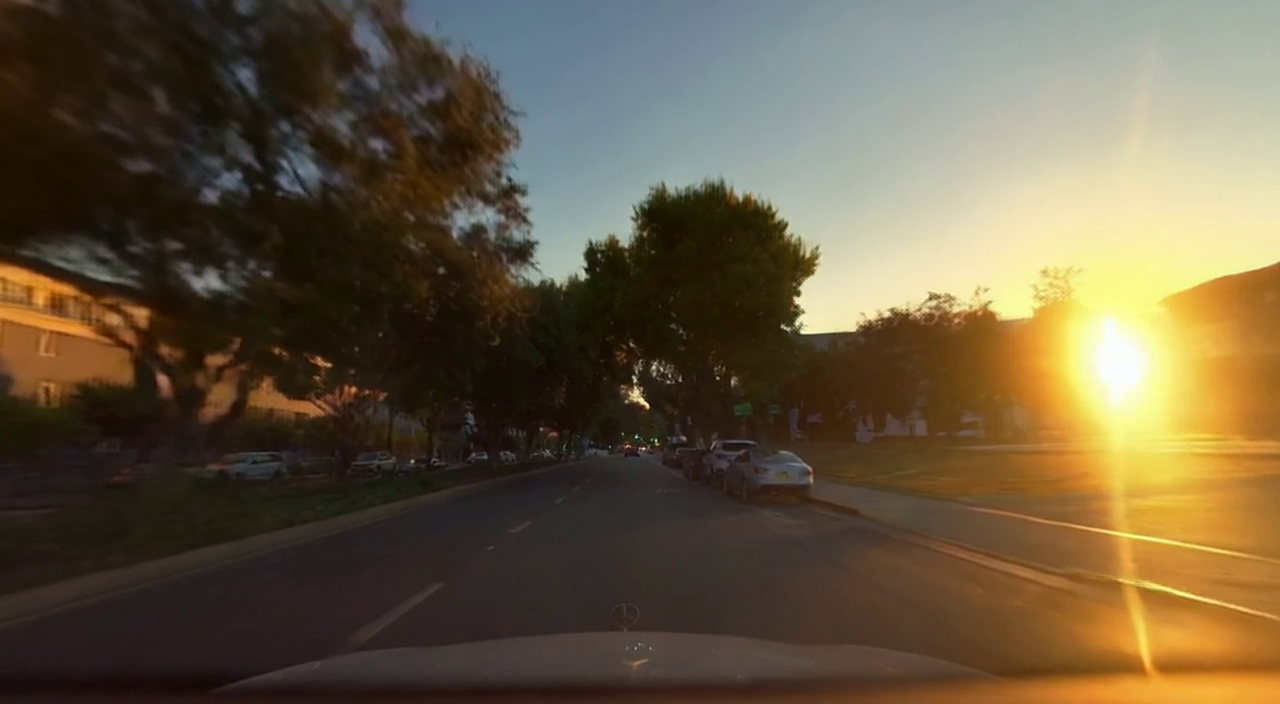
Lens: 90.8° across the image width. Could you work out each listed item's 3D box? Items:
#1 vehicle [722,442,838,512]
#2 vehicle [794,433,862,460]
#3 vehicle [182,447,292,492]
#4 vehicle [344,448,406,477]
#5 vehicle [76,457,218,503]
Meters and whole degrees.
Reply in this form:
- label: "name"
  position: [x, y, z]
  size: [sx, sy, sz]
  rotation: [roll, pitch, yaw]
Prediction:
- label: "vehicle"
  position: [3.325, 3.044, 15.951]
  size: [1.924, 1.492, 4.587]
  rotation: [0, -8, 1]
- label: "vehicle"
  position: [14.696, 7.364, 49.198]
  size: [5.687, 1.947, 2.256]
  rotation: [7, -11, -40]
- label: "vehicle"
  position: [-18.113, 5.252, 28.719]
  size: [2.007, 1.806, 4.707]
  rotation: [0, -8, -2]
- label: "vehicle"
  position: [-18.401, 7.645, 44.173]
  size: [2.151, 1.885, 4.979]
  rotation: [0, -8, -1]
- label: "vehicle"
  position: [-18.304, 4.747, 23.795]
  size: [1.791, 1.461, 4.496]
  rotation: [0, -8, -1]
